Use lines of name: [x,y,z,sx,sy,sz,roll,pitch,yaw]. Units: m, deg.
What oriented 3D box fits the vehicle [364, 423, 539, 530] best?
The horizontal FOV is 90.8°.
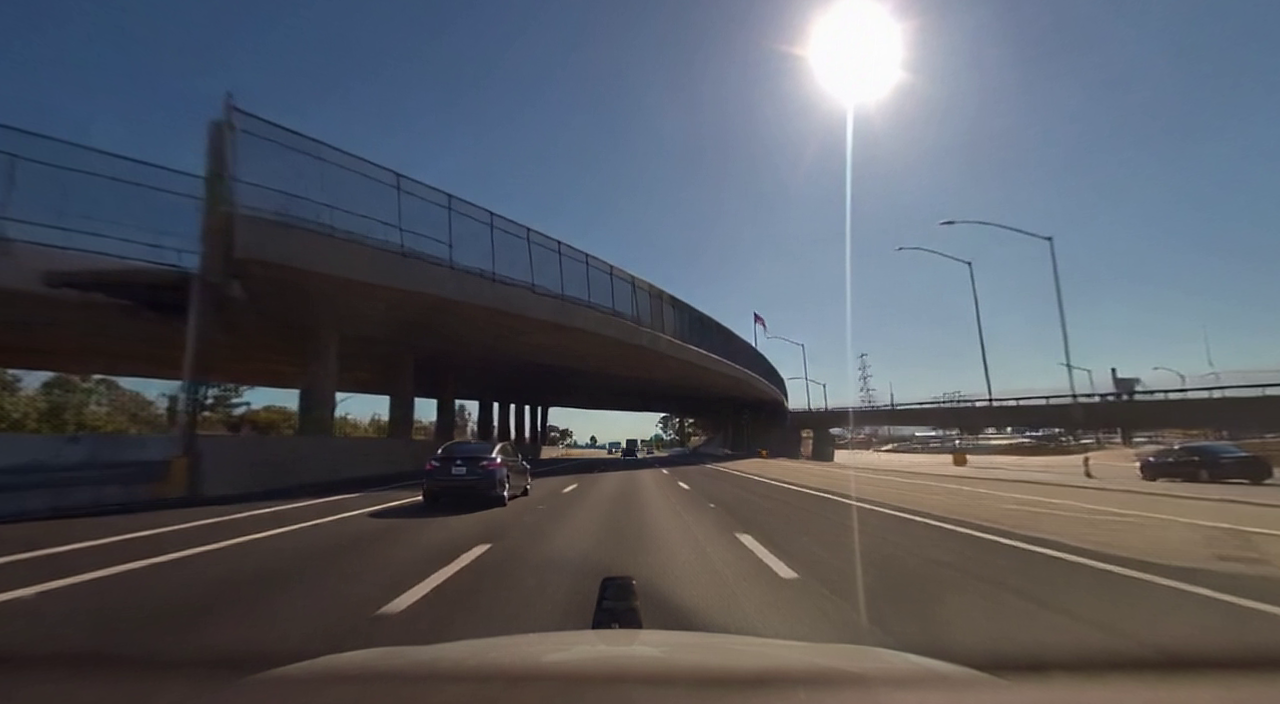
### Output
vehicle: [-3.400,2.339,12.451,2.178,1.699,4.321,0,-8,-1]
